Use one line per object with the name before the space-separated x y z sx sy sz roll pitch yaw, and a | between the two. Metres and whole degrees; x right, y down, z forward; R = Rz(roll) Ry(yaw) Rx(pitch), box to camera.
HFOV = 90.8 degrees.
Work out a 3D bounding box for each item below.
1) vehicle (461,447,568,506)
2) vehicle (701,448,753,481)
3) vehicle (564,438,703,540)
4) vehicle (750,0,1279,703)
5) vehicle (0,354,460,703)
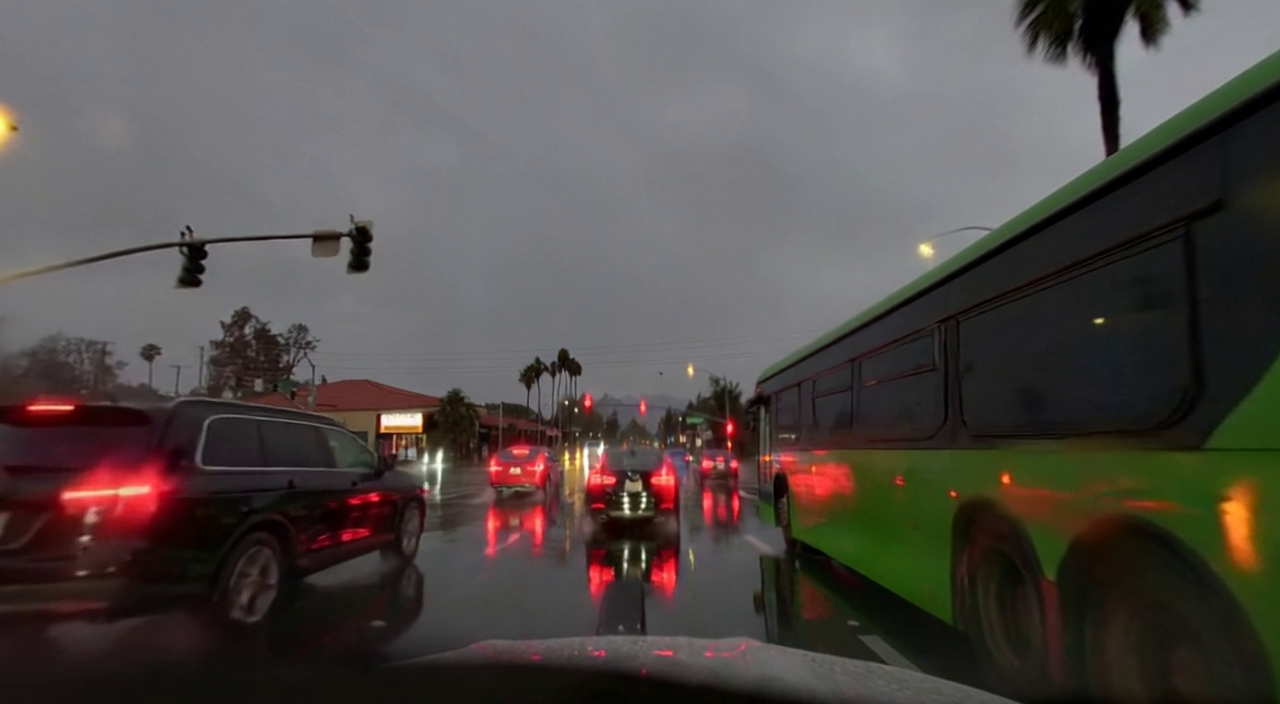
vehicle | -3.264 3.317 17.329 1.919 1.415 4.178 -1 -9 2
vehicle | 4.219 5.497 31.184 1.989 1.467 4.364 0 -9 1
vehicle | -0.097 2.329 11.378 2.060 1.499 3.831 0 -9 0
vehicle | 3.662 0.094 5.257 3.068 4.026 13.534 0 -9 0
vehicle | -3.459 1.293 5.618 2.145 1.824 4.974 0 -9 1
